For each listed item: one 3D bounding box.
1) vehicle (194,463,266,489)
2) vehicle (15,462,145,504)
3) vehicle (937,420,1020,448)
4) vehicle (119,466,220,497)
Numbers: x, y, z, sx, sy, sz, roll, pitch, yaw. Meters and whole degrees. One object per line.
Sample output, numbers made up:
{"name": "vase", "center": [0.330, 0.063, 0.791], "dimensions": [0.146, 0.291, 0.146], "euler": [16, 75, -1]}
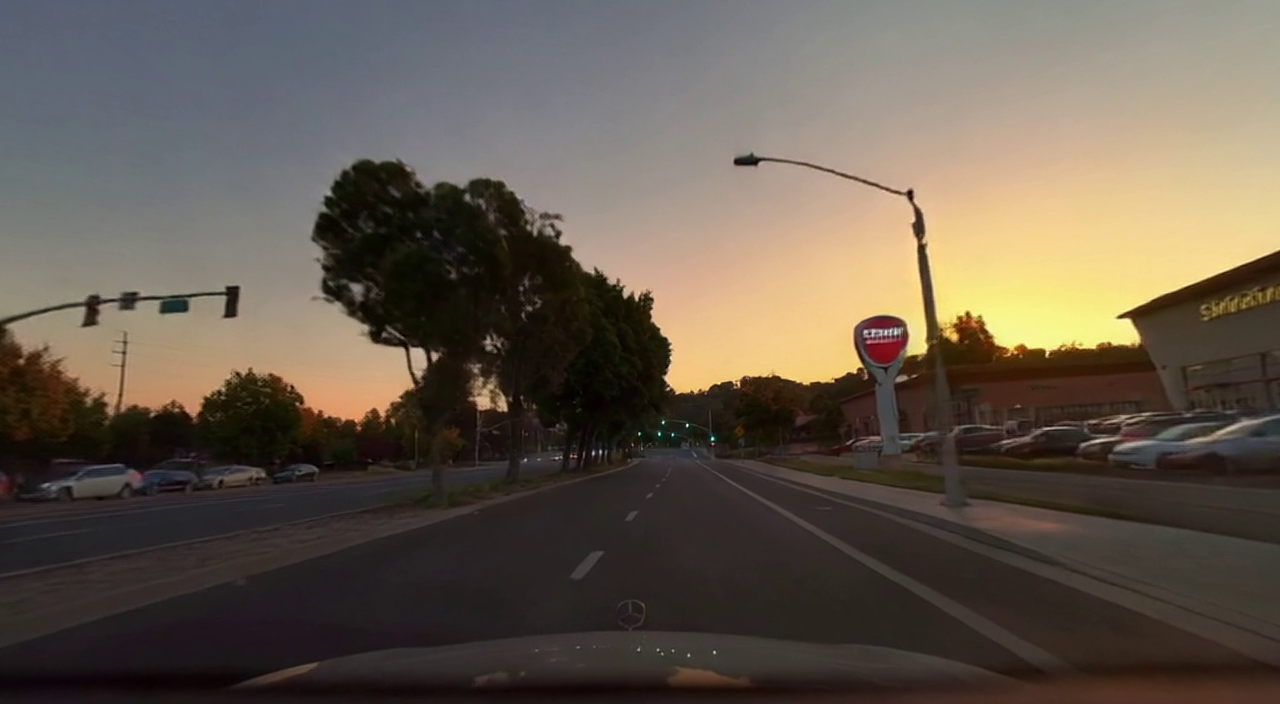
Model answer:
{"name": "vehicle", "center": [-30.056, 9.087, 46.365], "dimensions": [1.851, 1.682, 4.631], "euler": [0, -9, 5]}
{"name": "vehicle", "center": [-28.087, 6.545, 31.870], "dimensions": [2.009, 1.798, 4.673], "euler": [0, -9, 4]}
{"name": "vehicle", "center": [18.057, 4.412, 33.730], "dimensions": [3.464, 1.409, 1.598], "euler": [0, -9, 4]}
{"name": "vehicle", "center": [-24.583, 6.755, 33.138], "dimensions": [1.827, 1.370, 4.191], "euler": [-1, -9, 6]}
